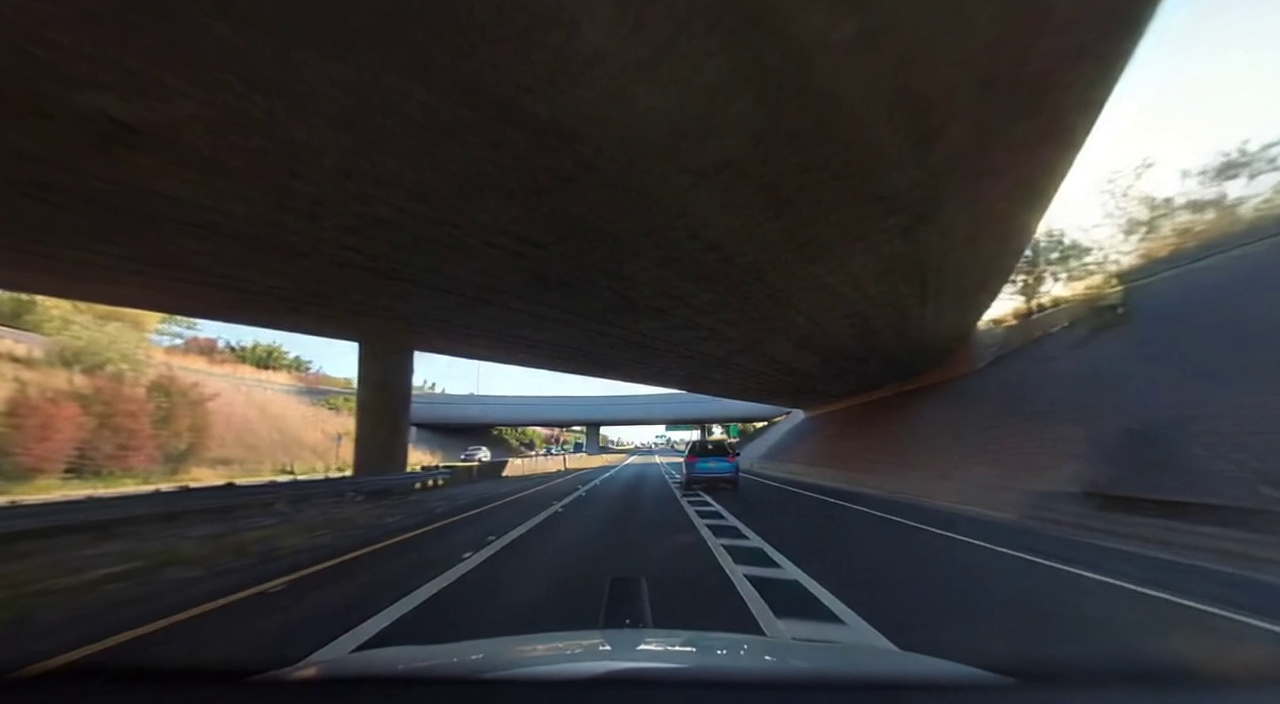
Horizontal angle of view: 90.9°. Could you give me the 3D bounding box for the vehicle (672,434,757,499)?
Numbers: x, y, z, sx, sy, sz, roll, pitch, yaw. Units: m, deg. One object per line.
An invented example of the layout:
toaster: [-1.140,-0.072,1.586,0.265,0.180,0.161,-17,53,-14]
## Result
vehicle: [2.089,3.395,19.060,2.143,1.693,4.513,-1,-8,2]
